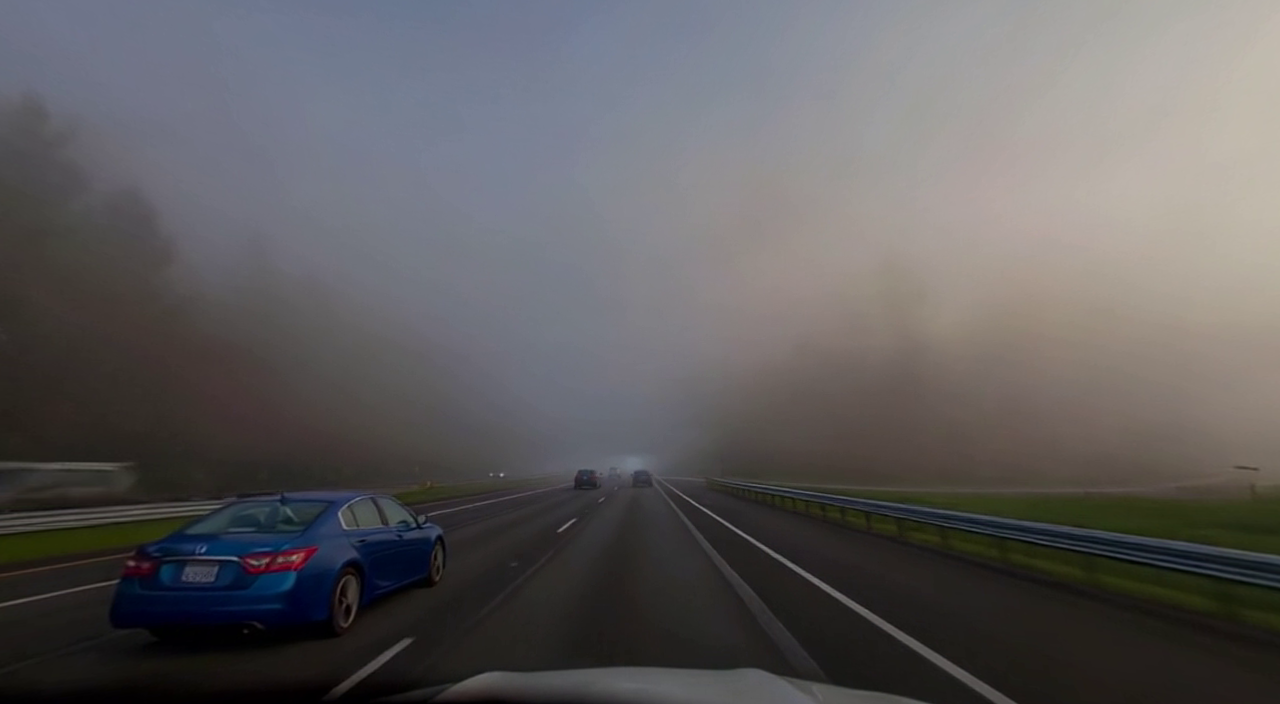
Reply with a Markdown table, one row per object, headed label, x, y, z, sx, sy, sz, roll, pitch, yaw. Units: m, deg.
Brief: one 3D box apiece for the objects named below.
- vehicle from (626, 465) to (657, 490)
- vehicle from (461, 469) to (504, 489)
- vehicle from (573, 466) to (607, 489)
| label | x | y | z | sx | sy | sz | roll | pitch | yaw |
| --- | --- | --- | --- | --- | --- | --- | --- | --- | --- |
| vehicle | 0.108 | 8.889 | 44.737 | 2.065 | 1.596 | 3.869 | 1 | -11 | 1 |
| vehicle | -12.229 | 9.870 | 49.112 | 2.262 | 1.458 | 4.250 | 1 | -10 | -1 |
| vehicle | -3.467 | 8.817 | 44.466 | 2.047 | 1.523 | 4.279 | 1 | -11 | 1 |
